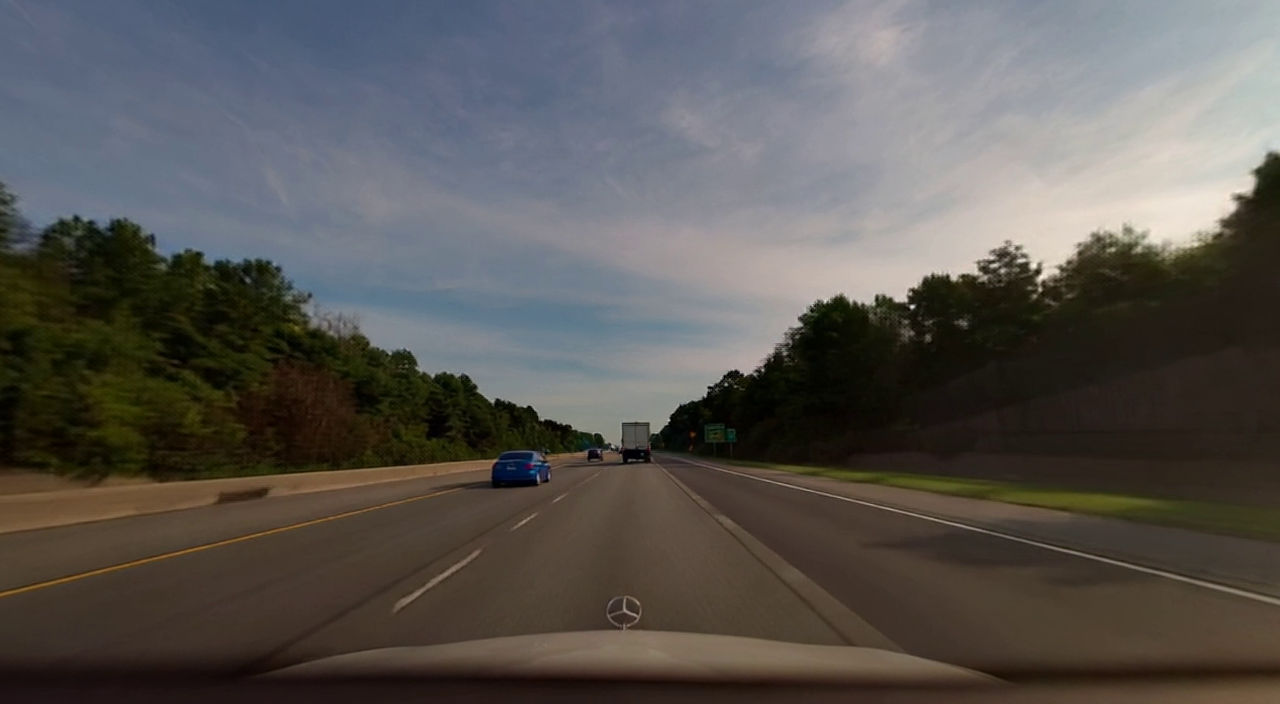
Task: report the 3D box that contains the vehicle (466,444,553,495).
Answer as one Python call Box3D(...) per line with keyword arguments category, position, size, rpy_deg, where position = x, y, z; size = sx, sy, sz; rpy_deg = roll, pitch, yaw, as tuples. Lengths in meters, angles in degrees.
Box3D(category="vehicle", position=(-4.278, 3.918, 21.430), size=(1.916, 1.506, 4.476), rpy_deg=(0, -9, 1))
